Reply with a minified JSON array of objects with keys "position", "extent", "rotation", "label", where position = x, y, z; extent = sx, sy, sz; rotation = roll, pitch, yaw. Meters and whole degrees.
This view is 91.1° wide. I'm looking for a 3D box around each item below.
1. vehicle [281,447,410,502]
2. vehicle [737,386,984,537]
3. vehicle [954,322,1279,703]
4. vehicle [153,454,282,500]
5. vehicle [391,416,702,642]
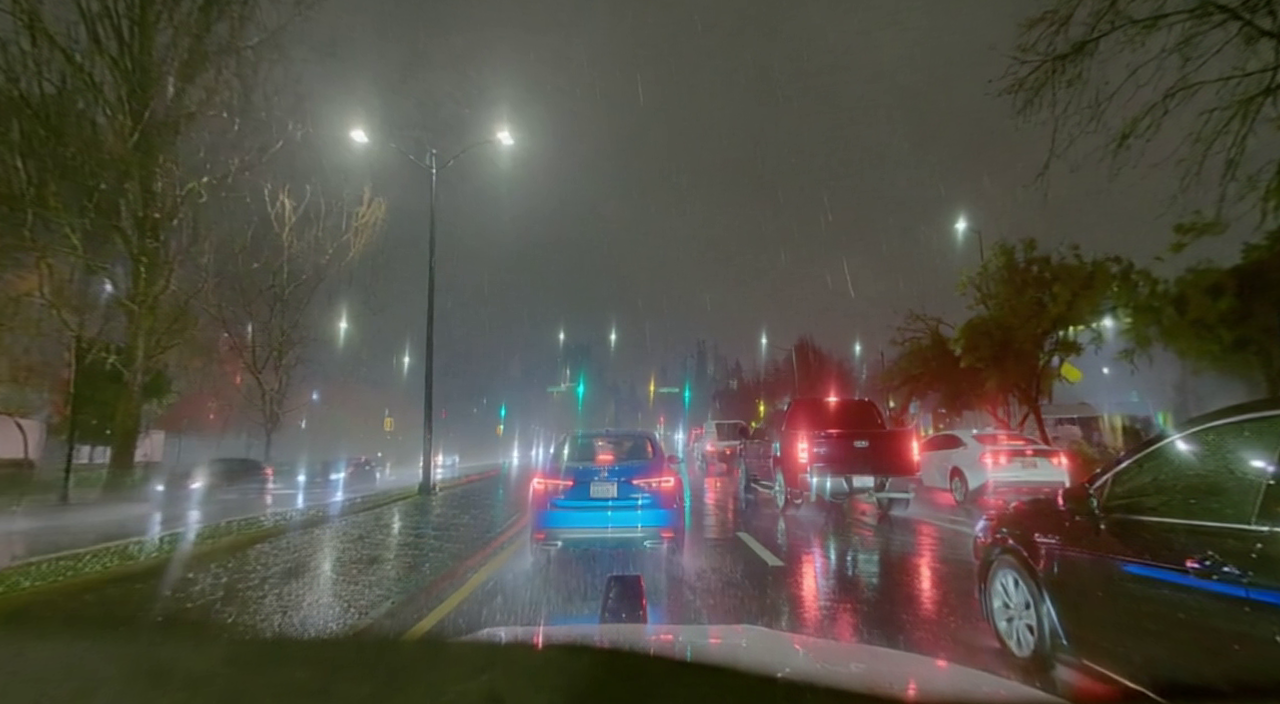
[{"position":[-9.290,3.866,20.297],"extent":[1.925,1.524,4.440],"rotation":[0,-9,2],"label":"vehicle"},{"position":[3.518,1.956,11.705],"extent":[2.444,2.098,5.766],"rotation":[0,-8,-1],"label":"vehicle"},{"position":[3.161,0.754,2.071],"extent":[1.982,1.709,4.427],"rotation":[0,-9,1],"label":"vehicle"},{"position":[-16.170,4.751,24.319],"extent":[1.966,1.563,4.203],"rotation":[0,-9,2],"label":"vehicle"},{"position":[-0.578,1.500,6.335],"extent":[2.111,1.506,4.018],"rotation":[0,-9,2],"label":"vehicle"}]
